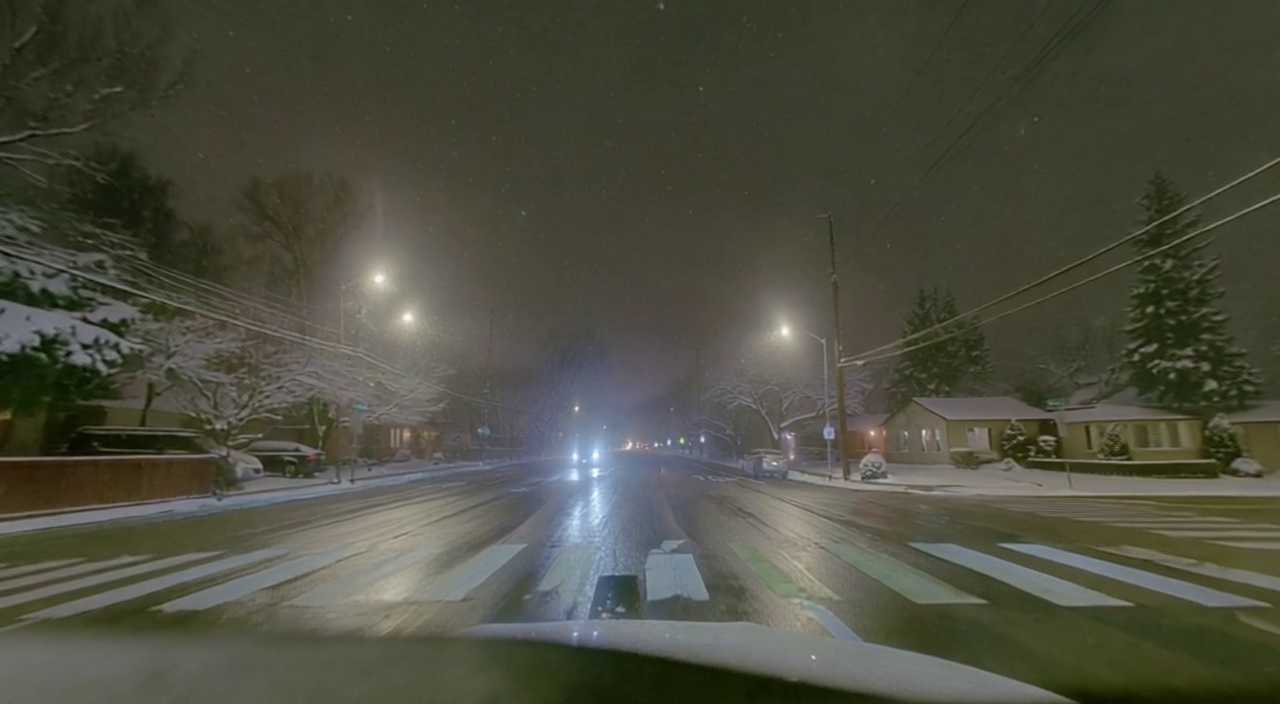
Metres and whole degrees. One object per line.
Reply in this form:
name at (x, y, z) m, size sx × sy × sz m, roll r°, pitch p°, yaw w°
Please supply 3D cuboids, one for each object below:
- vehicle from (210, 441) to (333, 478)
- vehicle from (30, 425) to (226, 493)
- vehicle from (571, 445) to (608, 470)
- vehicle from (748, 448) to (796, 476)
vehicle at (-17.961, 5.251, 30.959) m, size 4.743 × 1.734 × 1.994 m, roll 0°, pitch -9°, yaw -1°
vehicle at (-17.915, 3.749, 22.337) m, size 4.800 × 2.259 × 2.303 m, roll 0°, pitch -9°, yaw -1°
vehicle at (-3.130, 6.661, 40.054) m, size 2.014 × 1.499 × 3.999 m, roll 0°, pitch -9°, yaw 0°
vehicle at (7.993, 6.703, 38.693) m, size 2.029 × 1.554 × 4.705 m, roll 0°, pitch -9°, yaw 1°
